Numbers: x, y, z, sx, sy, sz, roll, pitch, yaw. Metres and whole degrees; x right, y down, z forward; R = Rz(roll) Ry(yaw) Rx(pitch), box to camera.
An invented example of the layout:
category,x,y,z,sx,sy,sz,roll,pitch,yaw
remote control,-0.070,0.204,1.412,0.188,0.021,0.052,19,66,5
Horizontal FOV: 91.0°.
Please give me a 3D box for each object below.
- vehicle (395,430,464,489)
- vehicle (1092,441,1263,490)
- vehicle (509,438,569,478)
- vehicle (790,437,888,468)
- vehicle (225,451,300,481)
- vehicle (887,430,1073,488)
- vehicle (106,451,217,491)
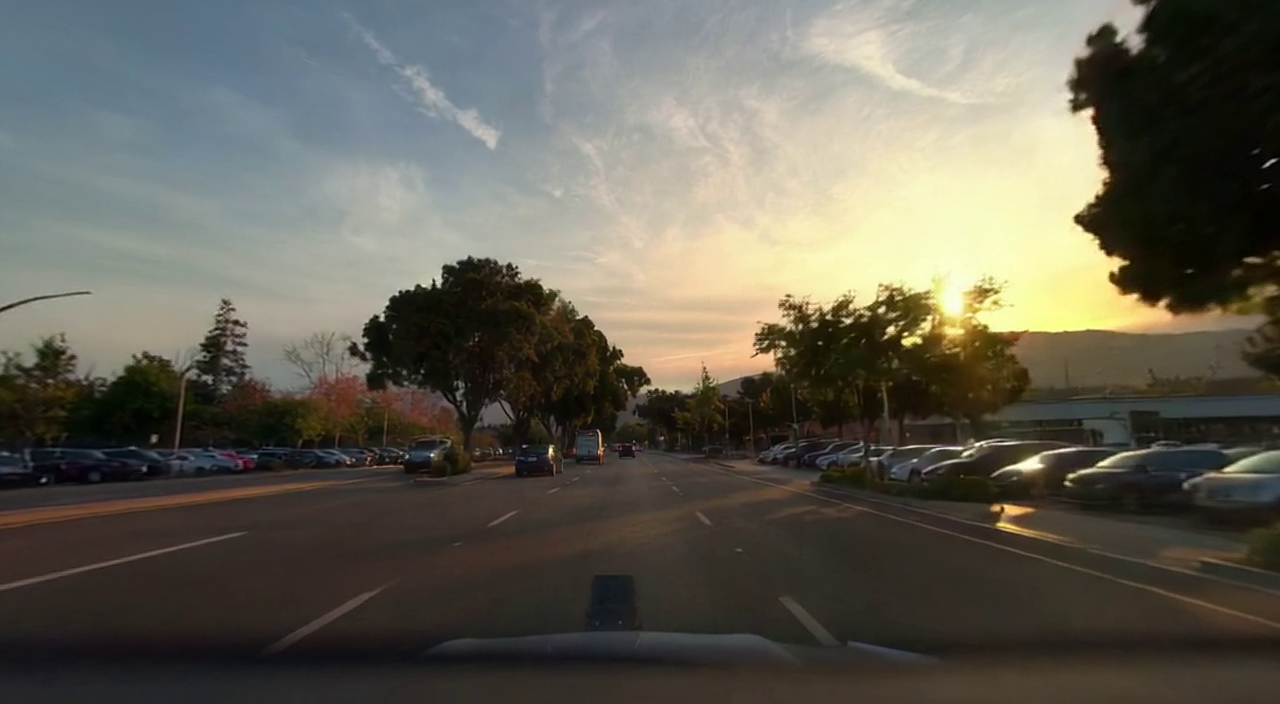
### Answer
category,x,y,z,sx,sy,sz,roll,pitch,yaw
vehicle,-7.866,3.993,23.671,2.123,1.864,5.553,2,-9,-18
vehicle,18.890,4.027,22.492,1.937,1.493,4.612,-1,-9,-1
vehicle,-4.546,4.868,29.053,2.109,1.672,4.256,0,-9,-1
vehicle,11.991,6.088,38.236,5.426,1.811,2.193,-2,-9,15
vehicle,-23.712,7.149,39.792,1.938,1.691,4.696,0,-9,-2
vehicle,11.978,3.762,22.462,5.519,1.836,2.138,-5,-10,32
vehicle,-23.757,5.889,31.502,1.953,1.789,4.591,0,-9,-1
